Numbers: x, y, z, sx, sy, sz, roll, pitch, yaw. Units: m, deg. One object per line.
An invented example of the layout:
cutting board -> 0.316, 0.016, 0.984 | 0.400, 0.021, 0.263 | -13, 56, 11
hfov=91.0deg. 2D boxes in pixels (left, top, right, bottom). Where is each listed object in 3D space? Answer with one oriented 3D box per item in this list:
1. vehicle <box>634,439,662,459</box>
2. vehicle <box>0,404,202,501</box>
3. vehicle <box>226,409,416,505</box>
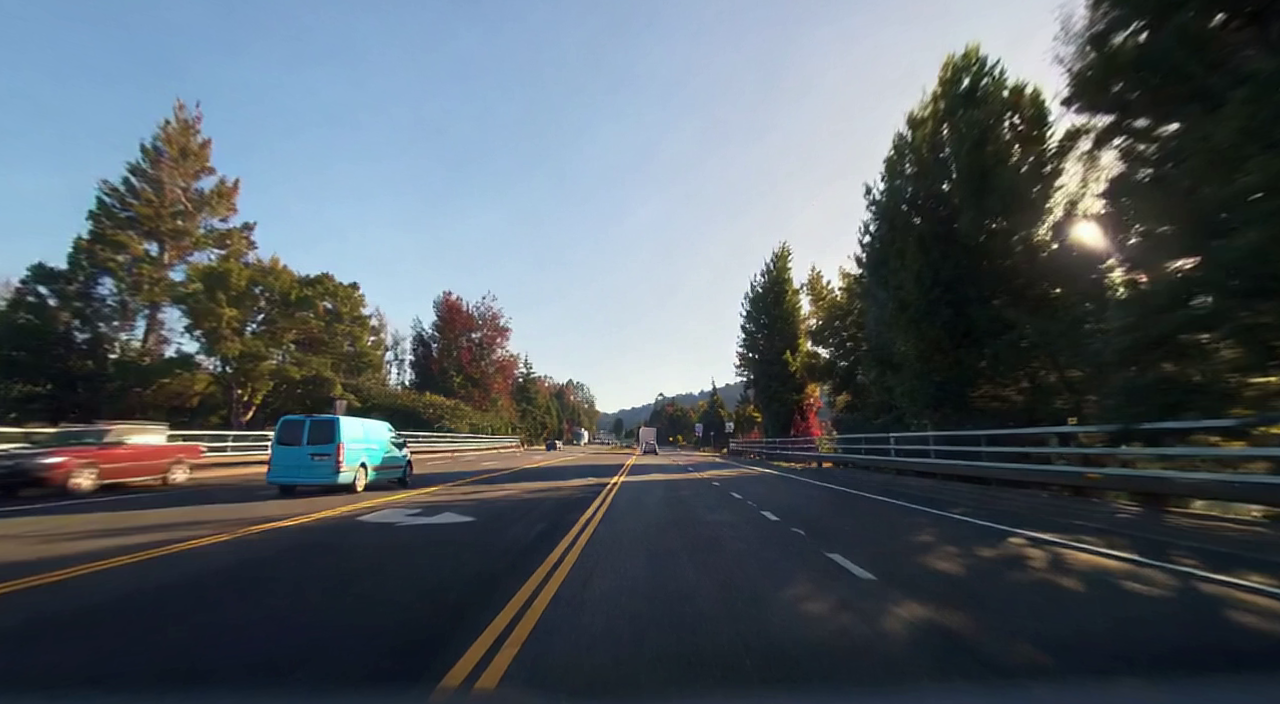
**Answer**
vehicle -> 0.646, 7.461, 48.457 | 2.061, 1.469, 3.782 | 0, -8, 1
vehicle -> -13.907, 2.465, 15.745 | 2.103, 2.019, 5.093 | 0, -8, 1
vehicle -> -7.115, 2.393, 14.692 | 2.068, 1.897, 4.372 | 0, -8, 1
